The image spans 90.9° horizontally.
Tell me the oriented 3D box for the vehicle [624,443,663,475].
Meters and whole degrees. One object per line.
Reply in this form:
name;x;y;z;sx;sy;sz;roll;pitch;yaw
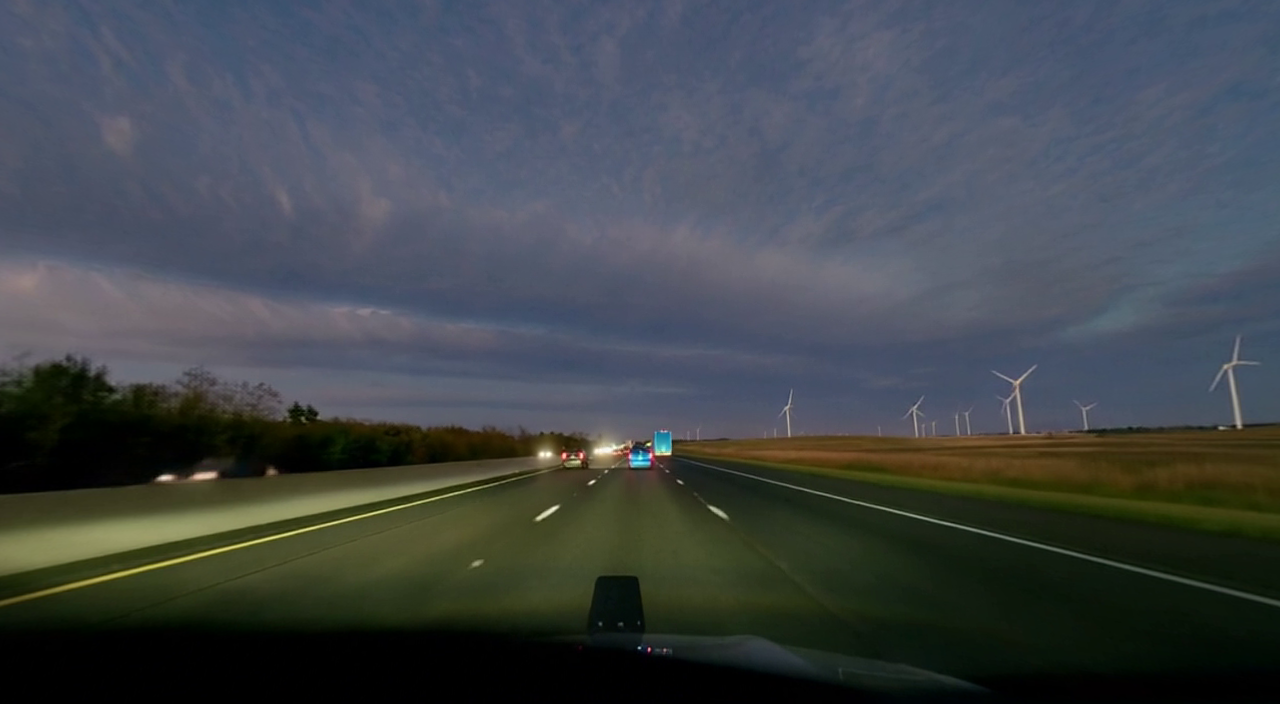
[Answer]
vehicle;0.189;6.118;36.192;2.083;1.689;4.083;0;-9;0

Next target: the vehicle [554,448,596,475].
vehicle;-3.752;6.392;37.030;1.984;1.491;4.341;0;-9;1

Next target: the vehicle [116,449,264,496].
vehicle;-18.745;5.017;26.720;2.110;1.747;5.663;0;-9;-1
